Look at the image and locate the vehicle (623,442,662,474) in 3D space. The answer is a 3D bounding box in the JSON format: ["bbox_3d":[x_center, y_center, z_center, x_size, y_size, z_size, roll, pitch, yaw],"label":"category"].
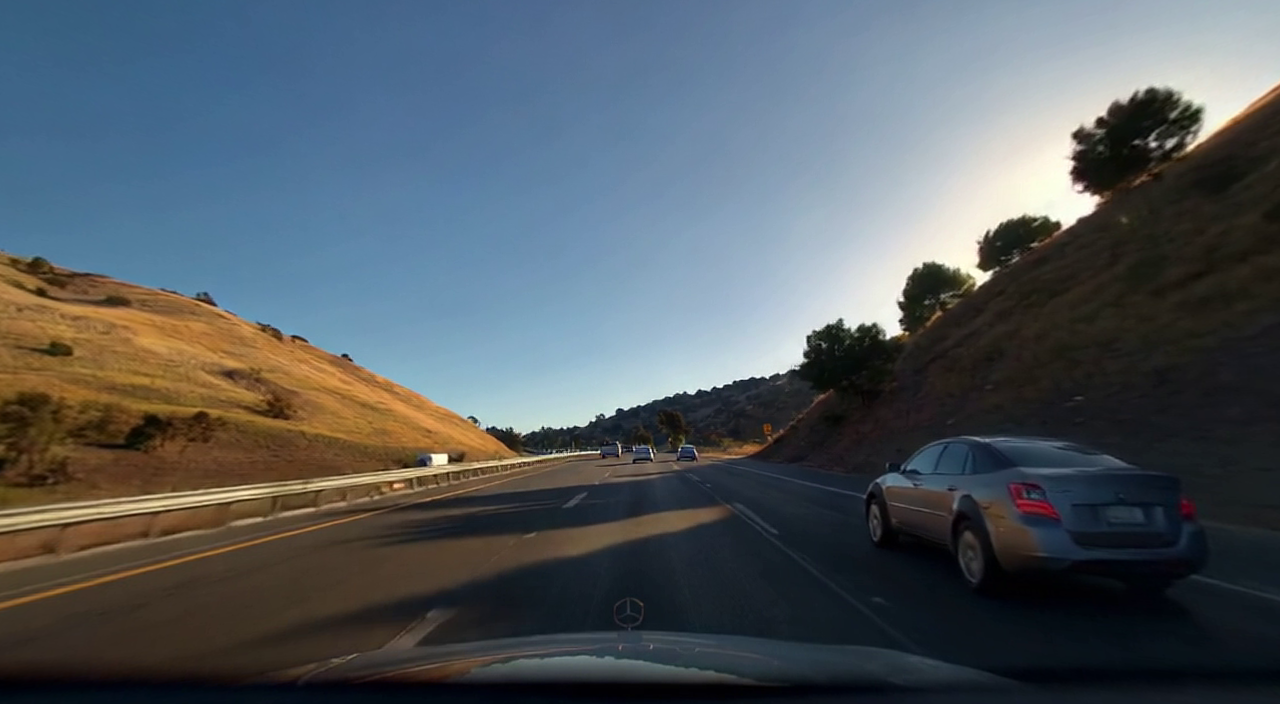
[{"bbox_3d":[0.163,5.684,34.163,1.986,1.576,4.312,0,-8,1],"label":"vehicle"}]

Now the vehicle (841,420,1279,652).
[{"bbox_3d":[3.798,1.529,6.404,2.020,1.500,4.416,0,-8,0],"label":"vehicle"}]
